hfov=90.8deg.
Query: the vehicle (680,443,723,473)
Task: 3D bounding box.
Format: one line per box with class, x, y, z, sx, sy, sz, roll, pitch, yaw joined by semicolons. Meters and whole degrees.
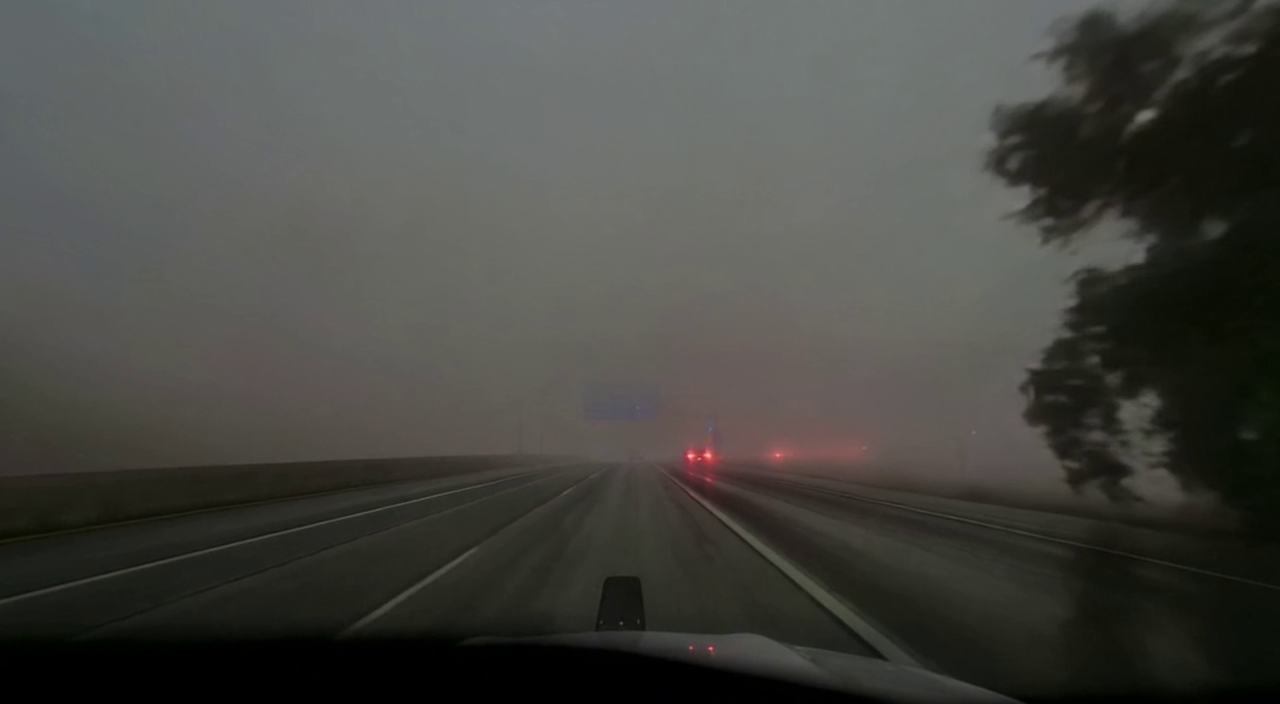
vehicle;3.753;6.559;39.326;2.133;1.746;4.511;0;-9;0
